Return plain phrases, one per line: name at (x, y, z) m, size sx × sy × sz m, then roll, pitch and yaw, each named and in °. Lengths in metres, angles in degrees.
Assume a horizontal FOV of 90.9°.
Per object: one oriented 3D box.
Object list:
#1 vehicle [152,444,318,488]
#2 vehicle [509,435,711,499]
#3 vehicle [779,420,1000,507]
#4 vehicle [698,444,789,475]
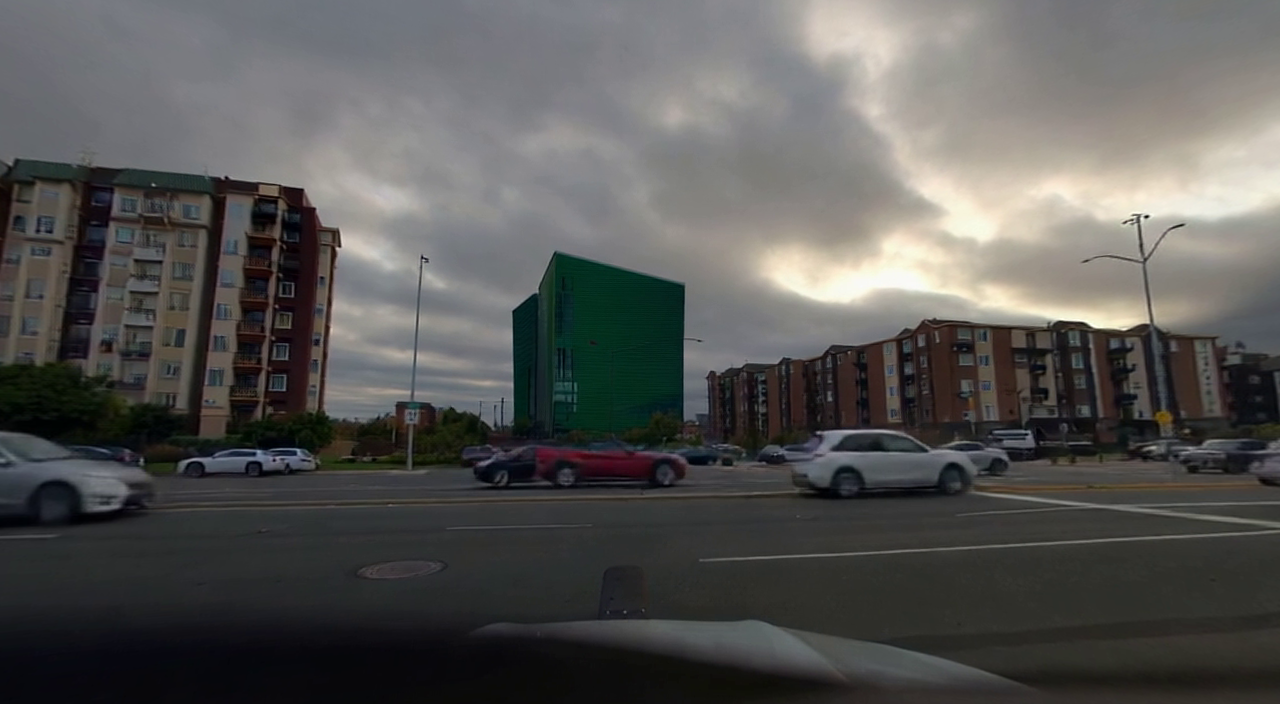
vehicle at (-14.307, 4.047, 22.517) m, size 4.513 × 1.451 × 1.853 m, roll 1°, pitch -9°, yaw -8°
vehicle at (-0.788, 2.854, 15.898) m, size 4.795 × 1.465 × 1.882 m, roll 1°, pitch -8°, yaw -9°
vehicle at (5.317, 2.384, 13.716) m, size 4.011 × 1.697 × 1.857 m, roll 1°, pitch -9°, yaw -10°
vehicle at (6.294, 6.548, 38.622) m, size 5.127 × 1.803 × 2.011 m, roll 1°, pitch -9°, yaw -10°
